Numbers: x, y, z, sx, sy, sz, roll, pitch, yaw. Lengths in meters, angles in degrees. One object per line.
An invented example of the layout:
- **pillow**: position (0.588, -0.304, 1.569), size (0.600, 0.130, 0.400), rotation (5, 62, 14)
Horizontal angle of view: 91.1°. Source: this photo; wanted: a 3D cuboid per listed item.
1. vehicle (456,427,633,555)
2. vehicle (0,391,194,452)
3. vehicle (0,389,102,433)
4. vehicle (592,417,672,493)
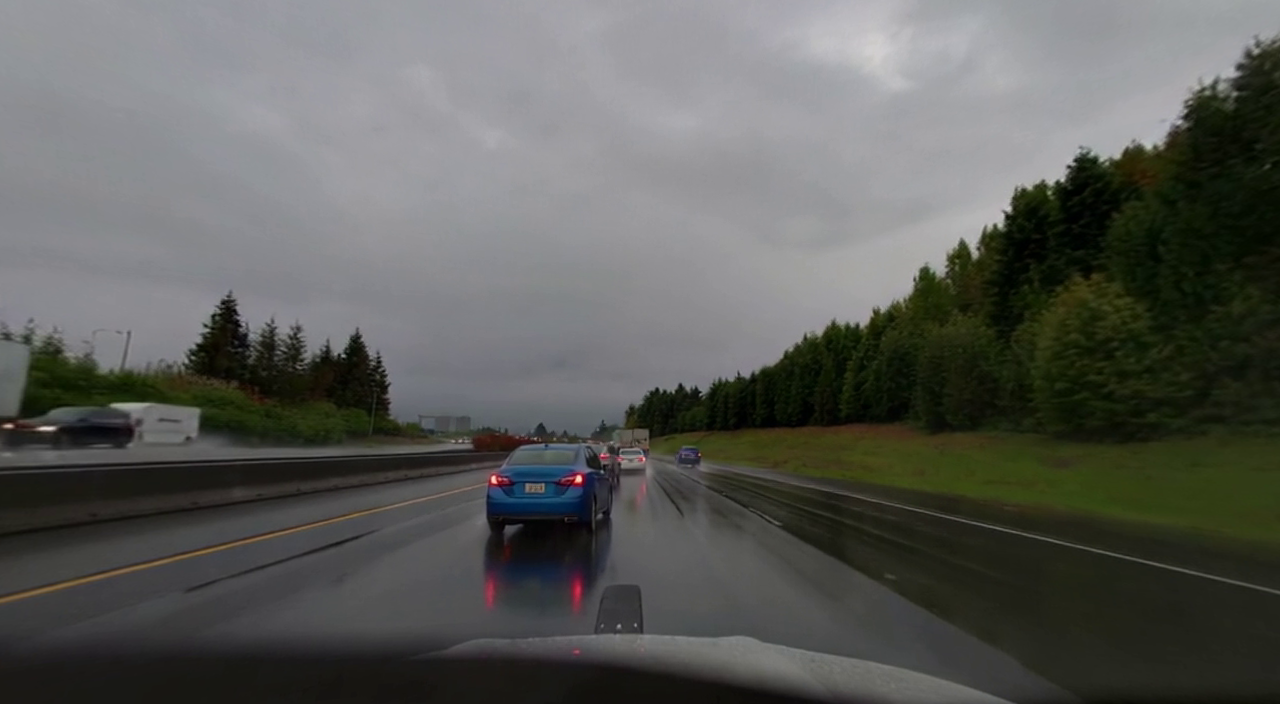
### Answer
- **vehicle**: position (-1.227, 2.050, 9.845), size (2.038, 1.582, 3.729), rotation (-1, -9, 2)
- **vehicle**: position (-24.620, 3.276, 28.069), size (2.936, 2.251, 9.653), rotation (0, -9, -4)
- **vehicle**: position (-24.526, 2.459, 25.469), size (1.877, 1.545, 4.125), rotation (0, -9, -3)
- **vehicle**: position (-0.250, 3.482, 21.391), size (2.389, 2.257, 4.545), rotation (0, -9, 0)
